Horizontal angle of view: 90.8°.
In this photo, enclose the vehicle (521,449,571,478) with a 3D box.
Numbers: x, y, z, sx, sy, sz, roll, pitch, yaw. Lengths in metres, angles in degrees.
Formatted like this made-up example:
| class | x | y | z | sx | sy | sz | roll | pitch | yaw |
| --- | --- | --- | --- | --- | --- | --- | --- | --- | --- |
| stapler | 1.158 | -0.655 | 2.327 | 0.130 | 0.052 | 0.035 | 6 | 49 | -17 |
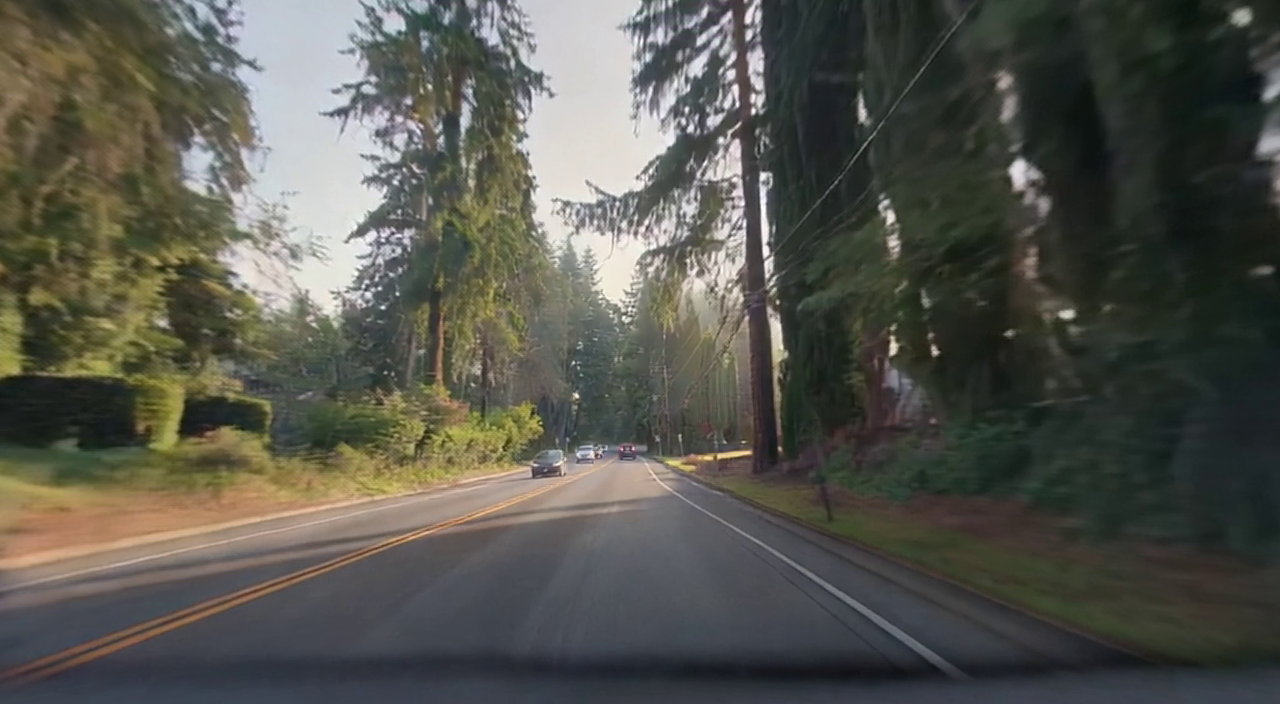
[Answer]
| class | x | y | z | sx | sy | sz | roll | pitch | yaw |
| --- | --- | --- | --- | --- | --- | --- | --- | --- | --- |
| vehicle | -5.125 | 6.144 | 35.099 | 2.069 | 1.471 | 4.226 | 0 | -8 | 1 |
